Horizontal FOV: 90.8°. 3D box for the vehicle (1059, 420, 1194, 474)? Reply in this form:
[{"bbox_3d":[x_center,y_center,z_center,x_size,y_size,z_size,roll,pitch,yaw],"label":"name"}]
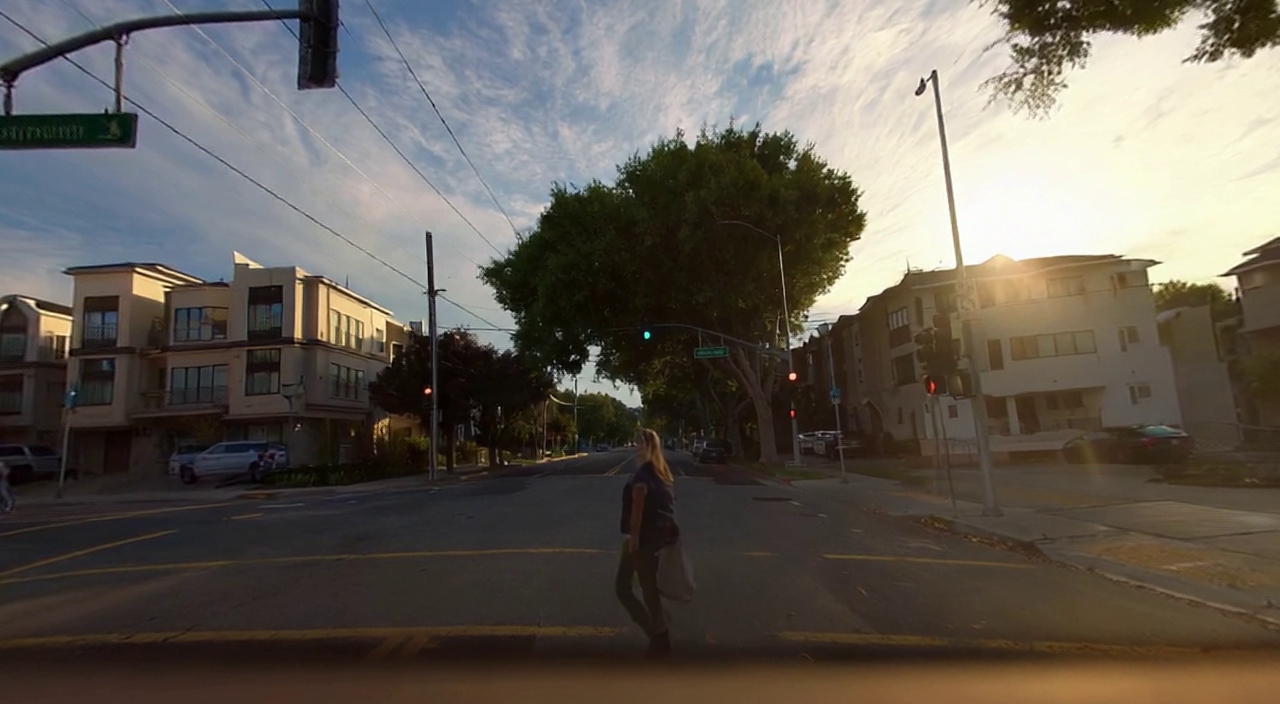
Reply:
[{"bbox_3d":[17.074,3.364,22.468,2.013,1.722,4.007,-2,-9,9],"label":"vehicle"}]

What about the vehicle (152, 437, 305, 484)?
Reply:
[{"bbox_3d":[-18.977,5.000,29.423,5.468,1.854,2.283,-2,-8,-5],"label":"vehicle"}]

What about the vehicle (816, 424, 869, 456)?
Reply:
[{"bbox_3d":[11.538,5.066,36.212,1.950,1.714,4.245,-1,-9,5],"label":"vehicle"}]
